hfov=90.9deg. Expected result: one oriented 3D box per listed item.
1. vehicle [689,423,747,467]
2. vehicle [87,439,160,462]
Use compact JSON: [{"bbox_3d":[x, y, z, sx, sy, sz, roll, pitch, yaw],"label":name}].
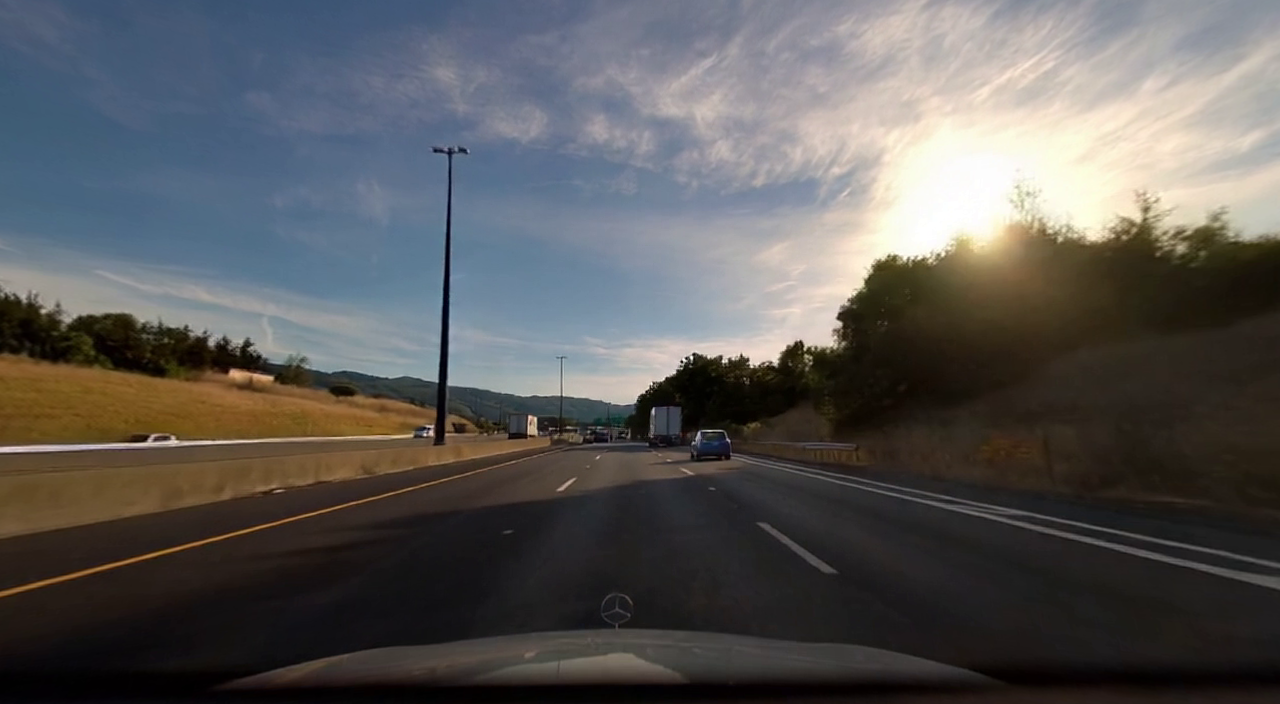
[{"bbox_3d":[3.645,4.452,30.334,2.076,1.914,4.287,0,-8,-3],"label":"vehicle"},{"bbox_3d":[-35.740,6.790,43.741,1.742,1.435,4.017,0,-8,-2],"label":"vehicle"}]
